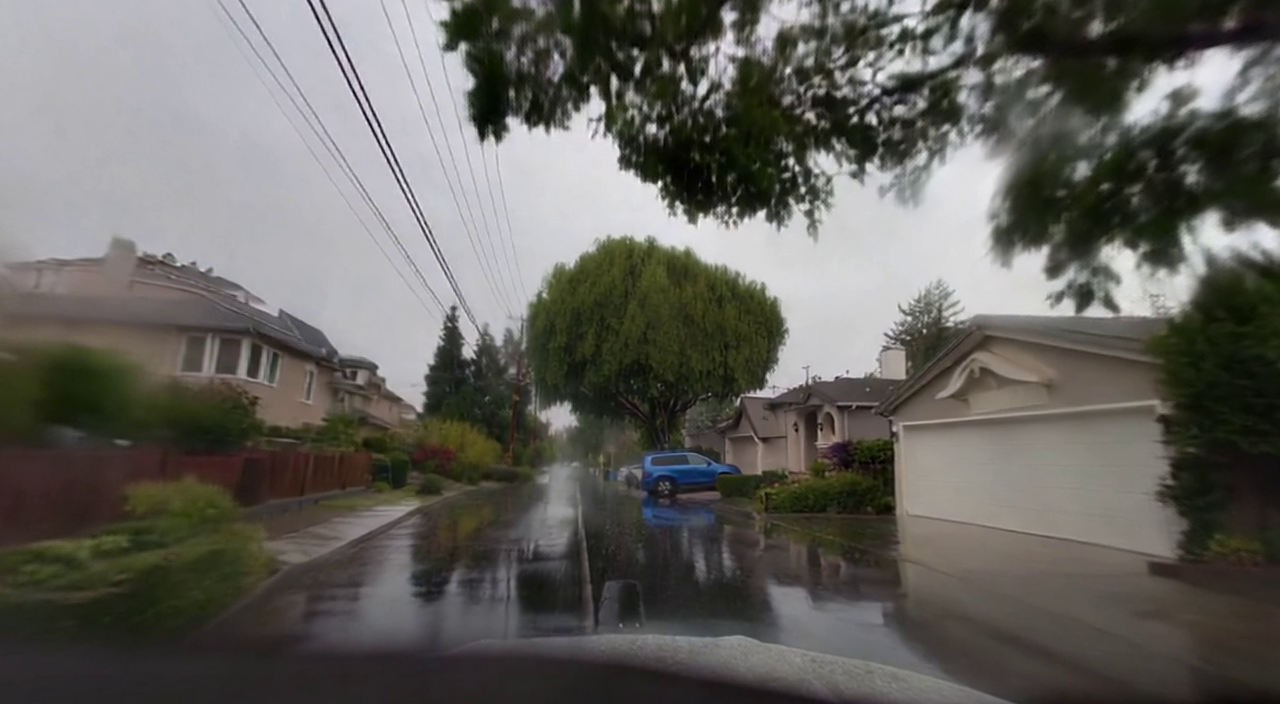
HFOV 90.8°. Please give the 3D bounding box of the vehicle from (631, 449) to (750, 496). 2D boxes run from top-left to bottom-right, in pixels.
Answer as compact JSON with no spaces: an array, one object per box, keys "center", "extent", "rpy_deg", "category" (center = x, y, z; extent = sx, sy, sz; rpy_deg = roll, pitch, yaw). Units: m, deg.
[{"center":[1.955,4.784,25.349],"extent":[4.413,1.728,1.869],"rpy_deg":[1,-9,-10],"category":"vehicle"}]
